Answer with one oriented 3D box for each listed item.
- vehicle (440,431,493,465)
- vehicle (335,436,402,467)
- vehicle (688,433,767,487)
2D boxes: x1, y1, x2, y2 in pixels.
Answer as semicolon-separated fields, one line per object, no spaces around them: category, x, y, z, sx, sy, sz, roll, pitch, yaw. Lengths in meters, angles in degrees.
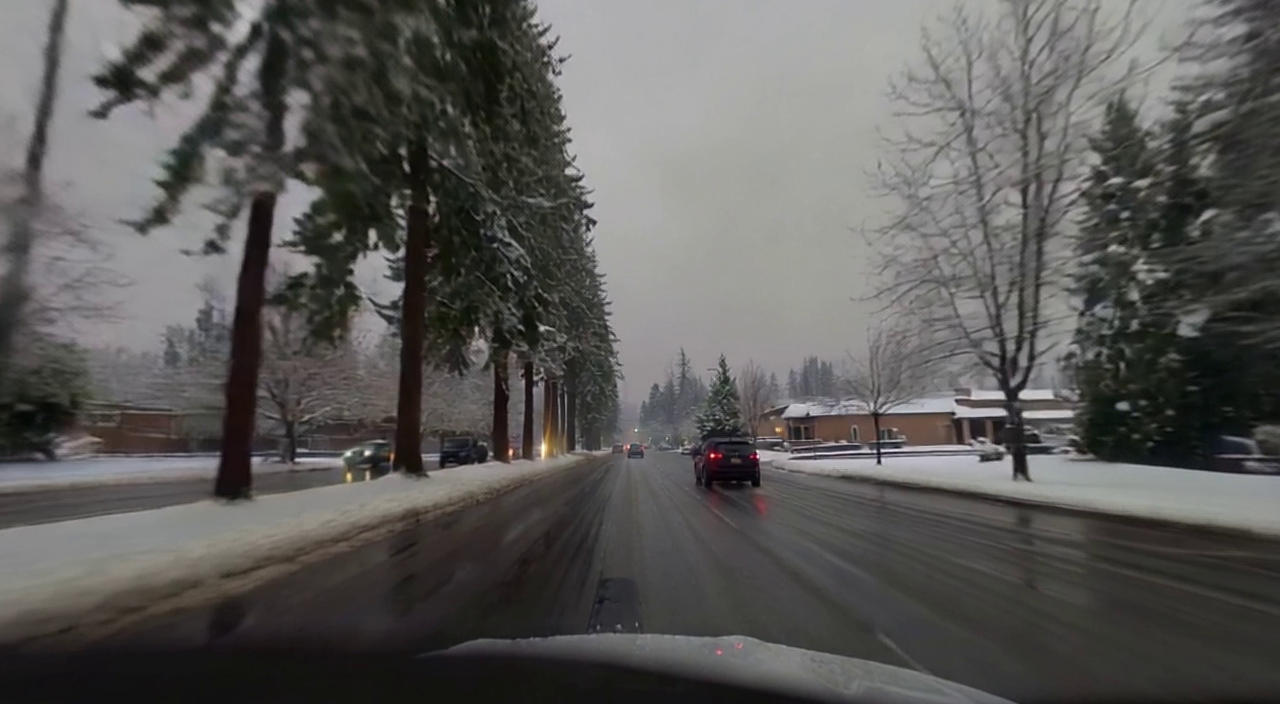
vehicle;-11.308;6.261;41.320;2.074;2.065;4.946;0;-8;-1
vehicle;-17.827;6.570;41.645;2.094;1.894;5.364;0;-8;-1
vehicle;2.867;3.661;21.578;2.022;1.656;4.025;0;-8;-2
